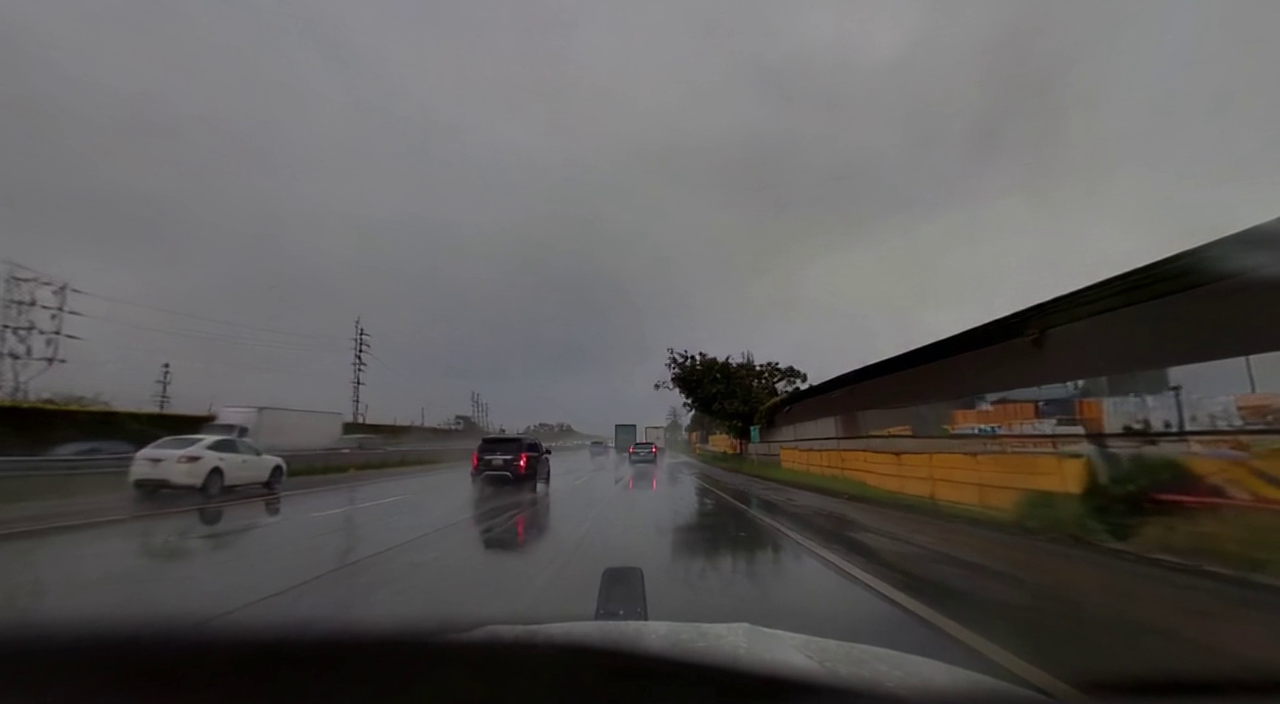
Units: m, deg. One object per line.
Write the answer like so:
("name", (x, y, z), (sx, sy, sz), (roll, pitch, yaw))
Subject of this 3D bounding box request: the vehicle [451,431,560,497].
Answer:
("vehicle", (-3.861, 3.301, 19.012), (2.108, 1.740, 4.549), (-1, -8, 2))

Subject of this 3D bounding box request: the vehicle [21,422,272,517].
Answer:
("vehicle", (-10.945, 2.619, 14.588), (2.007, 1.815, 4.558), (0, -8, 2))

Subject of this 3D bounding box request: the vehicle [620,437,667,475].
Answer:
("vehicle", (0.206, 5.044, 30.787), (2.136, 1.678, 4.052), (0, -8, 2))

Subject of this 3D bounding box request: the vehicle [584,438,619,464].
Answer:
("vehicle", (-2.949, 7.740, 49.463), (2.203, 1.958, 4.848), (-1, -8, 3))
